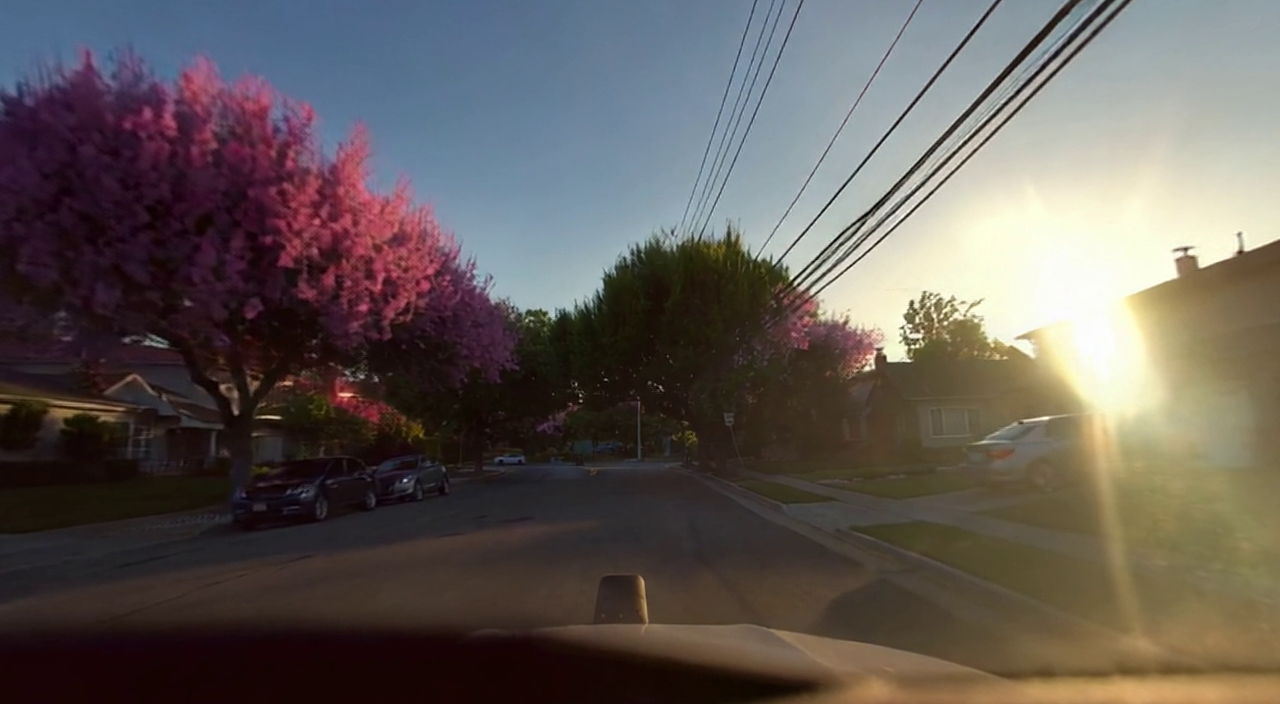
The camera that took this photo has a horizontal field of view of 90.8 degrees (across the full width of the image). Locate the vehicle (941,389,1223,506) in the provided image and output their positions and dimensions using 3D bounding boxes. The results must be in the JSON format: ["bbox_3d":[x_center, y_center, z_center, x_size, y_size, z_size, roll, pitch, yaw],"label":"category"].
[{"bbox_3d":[8.600,1.904,12.619,4.025,1.738,1.920,-6,-9,-1],"label":"vehicle"}]

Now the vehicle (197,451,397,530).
[{"bbox_3d":[-7.594,3.060,14.658,2.034,1.493,4.524,0,-9,1],"label":"vehicle"}]

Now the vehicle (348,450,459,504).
[{"bbox_3d":[-7.345,3.883,20.140,1.896,1.484,4.298,0,-9,0],"label":"vehicle"}]
